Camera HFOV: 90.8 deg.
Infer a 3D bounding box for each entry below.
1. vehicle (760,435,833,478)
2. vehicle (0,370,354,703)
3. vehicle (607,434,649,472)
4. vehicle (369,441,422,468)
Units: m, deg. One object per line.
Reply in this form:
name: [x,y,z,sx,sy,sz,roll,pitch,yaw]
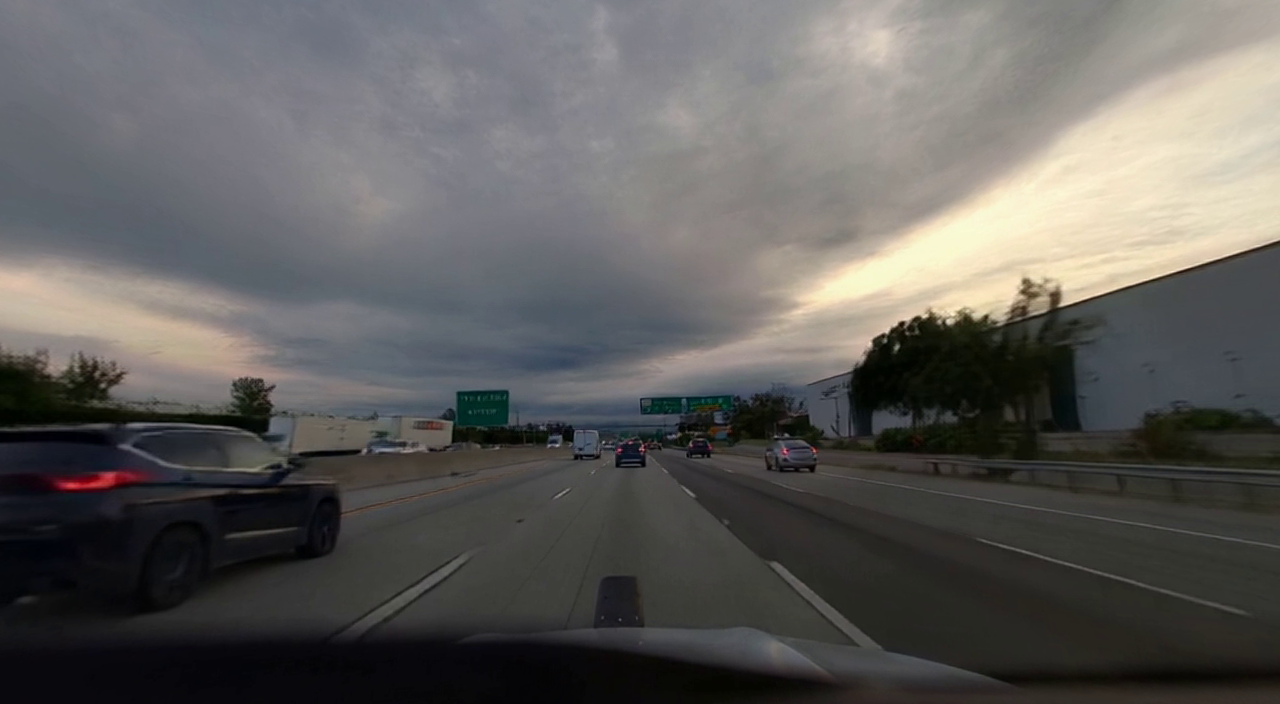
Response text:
vehicle: [6.559,4.427,26.926,1.944,1.666,4.184,0,-9,-1]
vehicle: [-4.211,1.134,4.561,2.126,1.631,4.643,0,-9,0]
vehicle: [-0.563,5.140,32.366,2.002,1.759,4.658,0,-9,0]
vehicle: [-13.894,5.810,36.024,1.599,1.438,3.419,0,-9,0]
